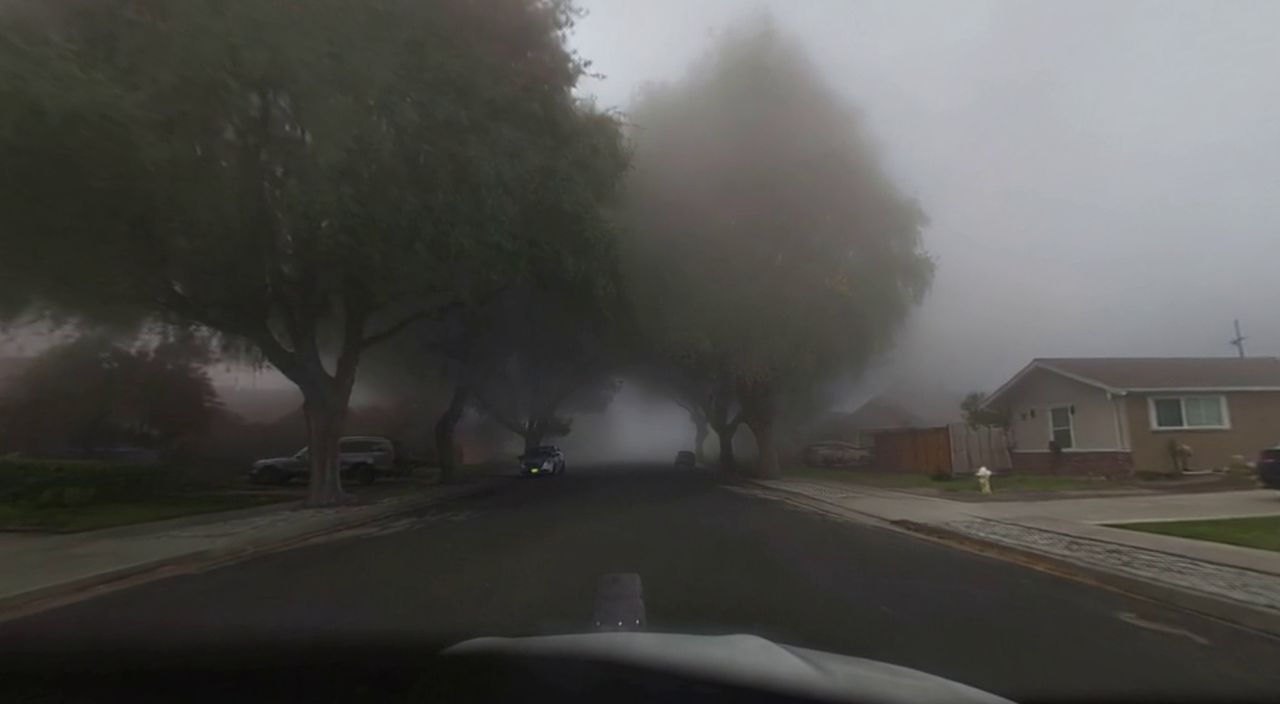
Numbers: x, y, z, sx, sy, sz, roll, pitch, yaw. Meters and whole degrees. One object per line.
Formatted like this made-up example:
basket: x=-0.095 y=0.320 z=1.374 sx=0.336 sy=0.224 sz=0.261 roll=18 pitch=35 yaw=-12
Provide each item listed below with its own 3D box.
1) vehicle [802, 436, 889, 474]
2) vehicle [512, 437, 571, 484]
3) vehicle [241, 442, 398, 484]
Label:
vehicle: x=10.038 y=5.043 z=30.964 sx=3.647 sy=1.784 sz=1.650 roll=-1 pitch=-8 yaw=1
vehicle: x=-5.578 y=6.183 z=36.435 sx=2.482 sy=2.054 sz=5.323 roll=1 pitch=-3 yaw=1
vehicle: x=-12.403 y=4.320 z=24.612 sx=4.977 sy=1.558 sz=2.079 roll=0 pitch=-9 yaw=0
